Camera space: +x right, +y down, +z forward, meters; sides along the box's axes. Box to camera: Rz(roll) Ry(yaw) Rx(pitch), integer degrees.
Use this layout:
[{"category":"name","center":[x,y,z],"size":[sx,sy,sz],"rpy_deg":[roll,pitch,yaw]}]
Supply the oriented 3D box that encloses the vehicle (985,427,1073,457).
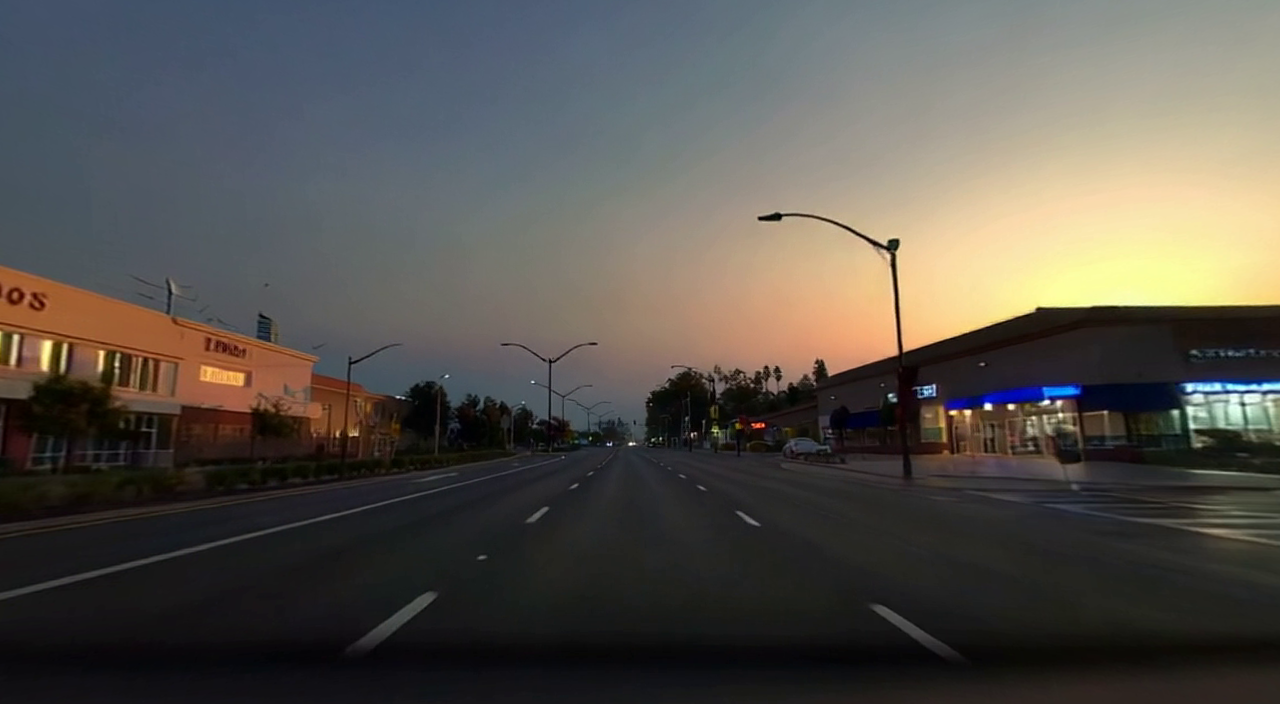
[{"category":"vehicle","center":[29.527,6.813,47.876],"size":[6.327,1.962,2.210],"rpy_deg":[1,-9,-23]}]
